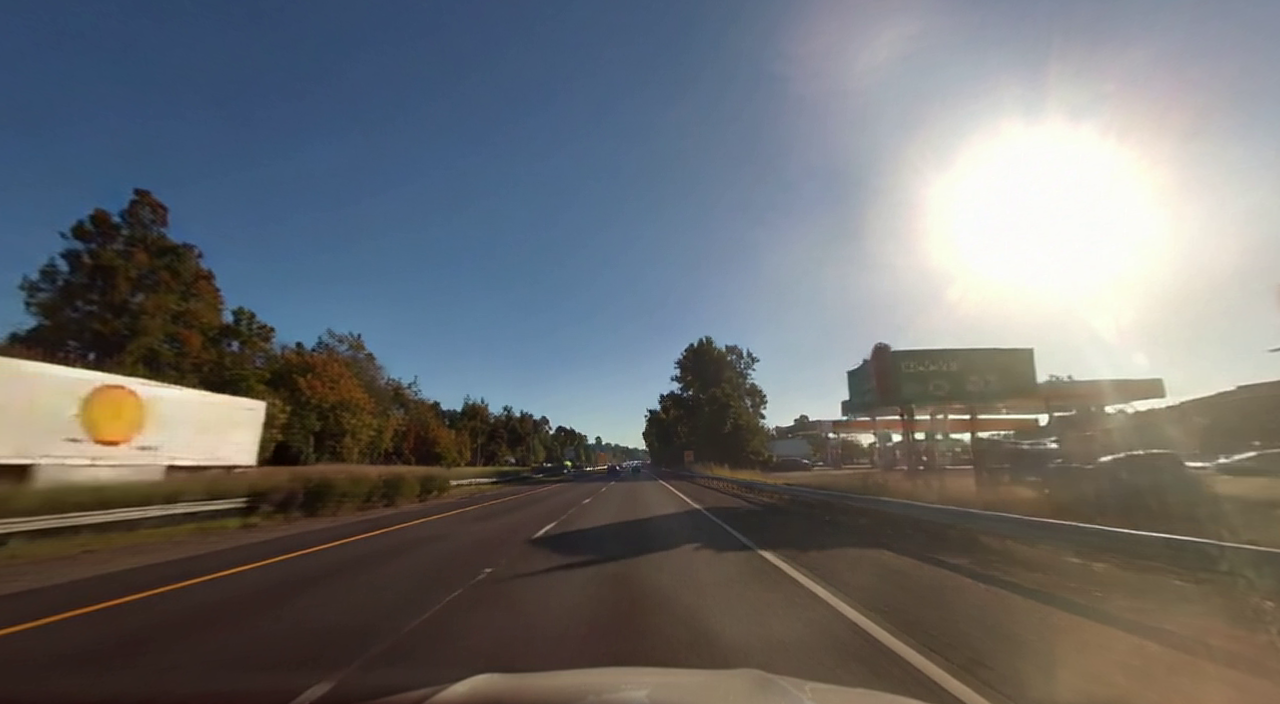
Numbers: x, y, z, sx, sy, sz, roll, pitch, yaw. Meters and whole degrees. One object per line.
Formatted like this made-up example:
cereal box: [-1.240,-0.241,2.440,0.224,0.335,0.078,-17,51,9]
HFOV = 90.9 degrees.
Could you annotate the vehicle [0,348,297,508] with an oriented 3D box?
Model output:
vehicle: [-17.345,2.988,21.656,3.384,3.839,13.714,1,-11,0]
